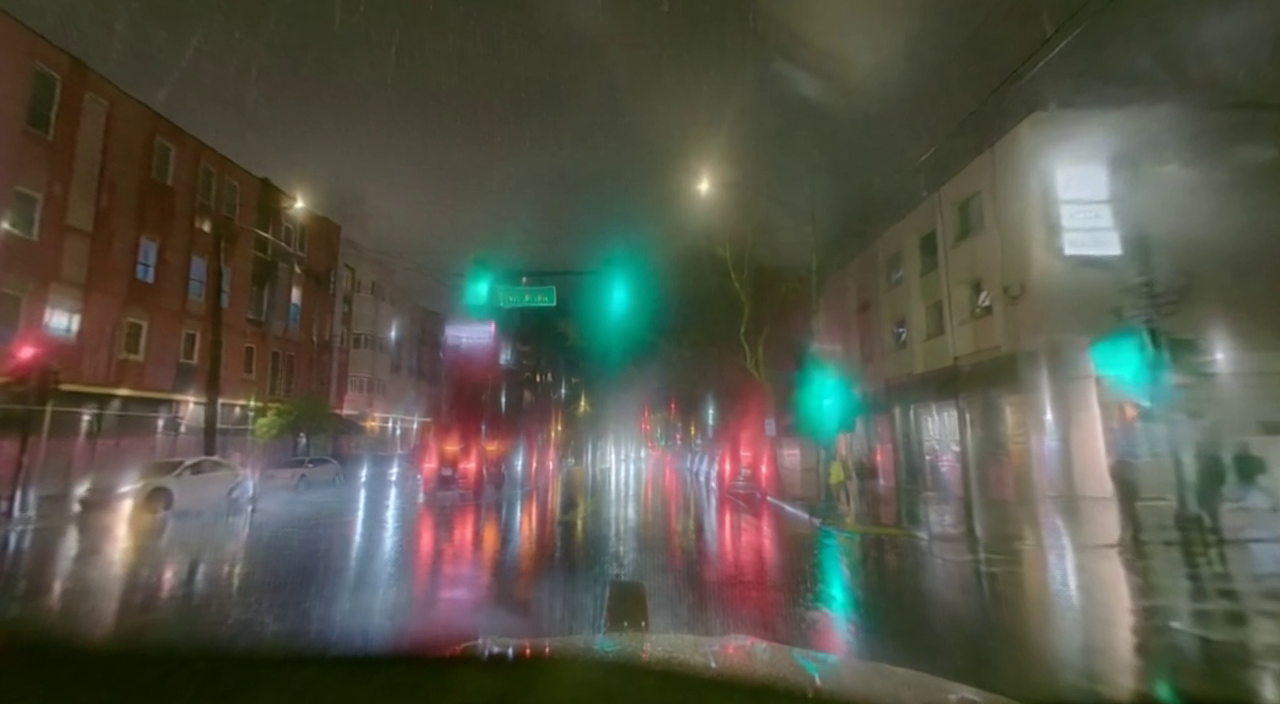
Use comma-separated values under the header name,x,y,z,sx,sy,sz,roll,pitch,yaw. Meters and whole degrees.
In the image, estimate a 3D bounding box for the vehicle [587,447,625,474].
name,x,y,z,sx,sy,sz,roll,pitch,yaw
vehicle,-1.986,6.464,37.779,1.973,1.496,3.713,0,-8,1

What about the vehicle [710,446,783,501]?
name,x,y,z,sx,sy,sz,roll,pitch,yaw
vehicle,3.775,4.358,23.050,1.924,1.765,3.954,0,-8,-1

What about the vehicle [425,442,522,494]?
name,x,y,z,sx,sy,sz,roll,pitch,yaw
vehicle,-5.436,3.808,21.158,1.942,1.559,4.298,0,-8,2

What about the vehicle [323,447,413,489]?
name,x,y,z,sx,sy,sz,roll,pitch,yaw
vehicle,-11.560,4.926,27.106,1.933,1.628,3.973,0,-8,2

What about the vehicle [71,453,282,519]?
name,x,y,z,sx,sy,sz,roll,pitch,yaw
vehicle,-12.247,3.520,17.156,1.934,1.434,4.636,-1,-8,6

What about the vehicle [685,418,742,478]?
name,x,y,z,sx,sy,sz,roll,pitch,yaw
vehicle,4.613,6.232,41.124,2.989,3.455,7.975,0,-8,2
